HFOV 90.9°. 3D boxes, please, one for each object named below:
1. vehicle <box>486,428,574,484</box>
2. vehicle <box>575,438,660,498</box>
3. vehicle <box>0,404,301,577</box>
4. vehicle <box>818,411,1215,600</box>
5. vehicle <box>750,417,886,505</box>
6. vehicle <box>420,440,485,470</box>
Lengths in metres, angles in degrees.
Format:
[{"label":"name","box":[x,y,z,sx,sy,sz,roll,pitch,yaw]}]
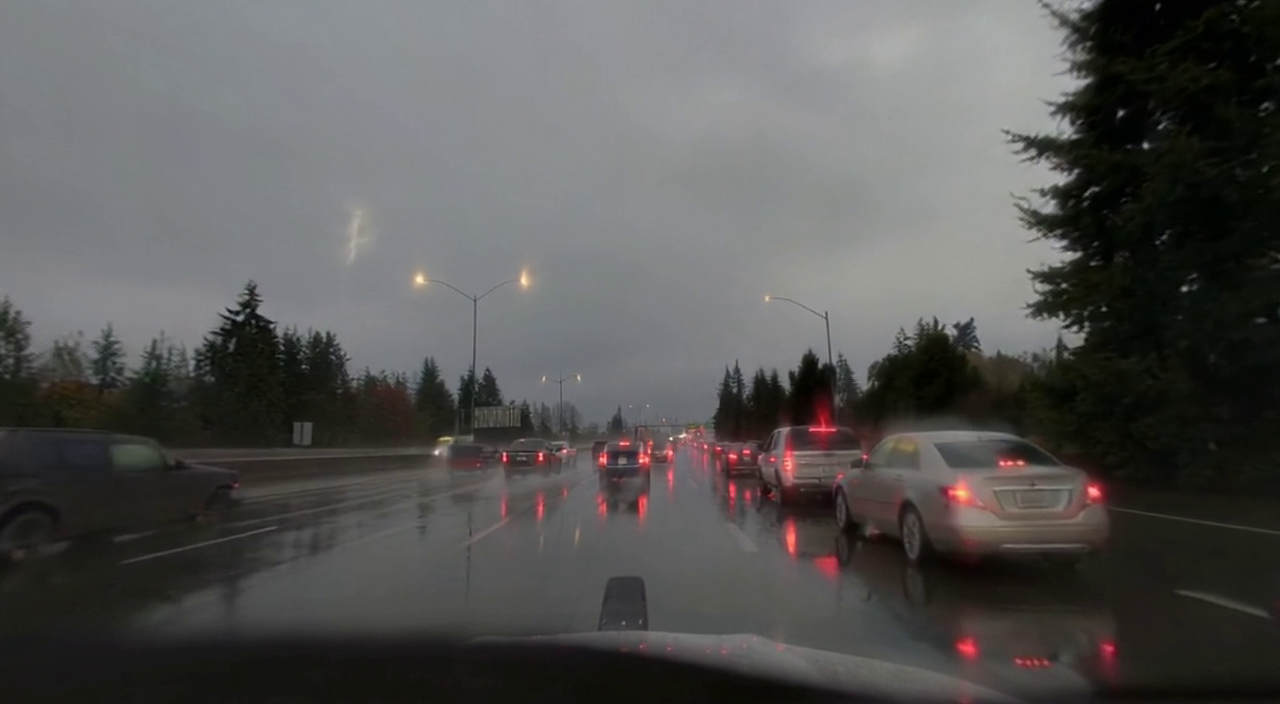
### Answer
[{"label":"vehicle","box":[-3.909,3.842,23.578,2.110,1.811,5.585,0,-8,2]},{"label":"vehicle","box":[-0.481,3.134,17.512,2.070,1.456,4.029,0,-8,2]},{"label":"vehicle","box":[-7.656,1.804,9.057,2.214,1.761,5.890,0,-8,1]},{"label":"vehicle","box":[3.790,1.609,7.569,1.984,1.567,4.475,0,-8,0]},{"label":"vehicle","box":[4.024,2.565,15.193,1.999,1.777,4.578,0,-8,1]},{"label":"vehicle","box":[-10.254,5.658,34.846,1.907,1.508,4.608,-1,-8,4]}]
